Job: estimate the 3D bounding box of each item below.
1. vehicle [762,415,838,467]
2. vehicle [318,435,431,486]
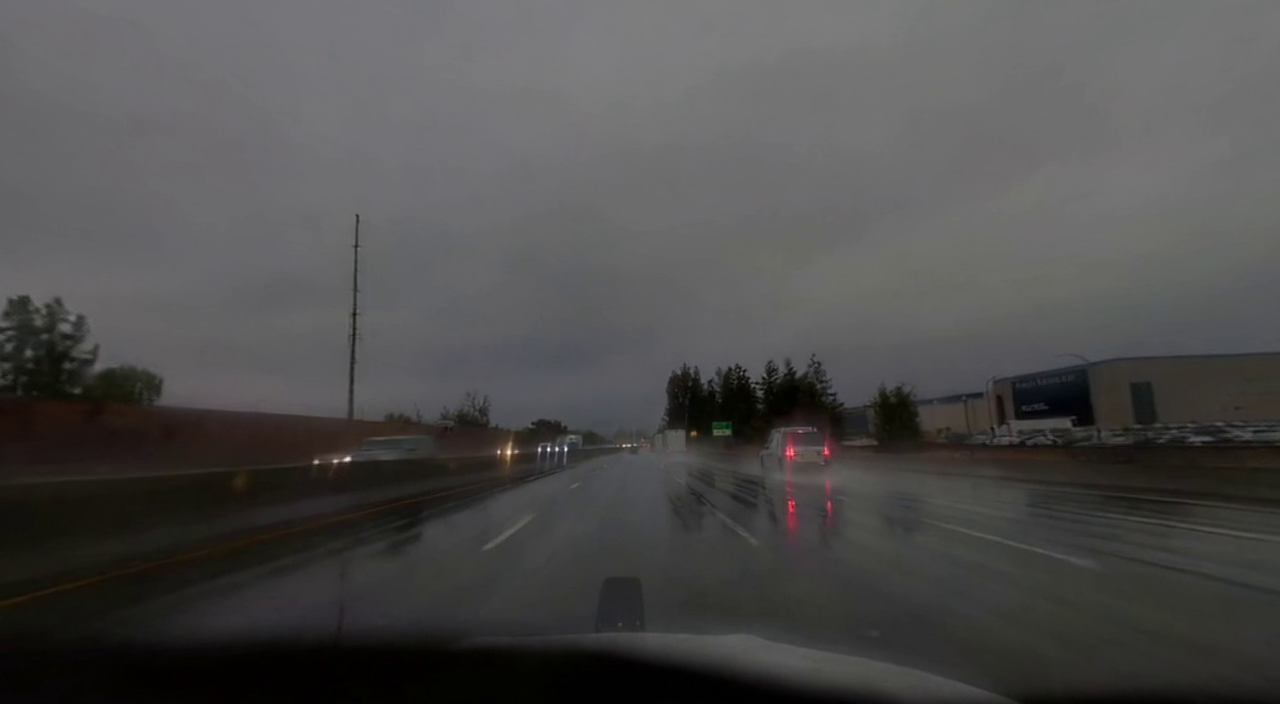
[{"bbox_3d":[11.235,6.469,45.528,2.912,3.293,9.588,0,-9,-1],"label":"vehicle"},{"bbox_3d":[-10.161,4.203,24.698,2.253,1.764,4.794,0,-9,1],"label":"vehicle"}]
